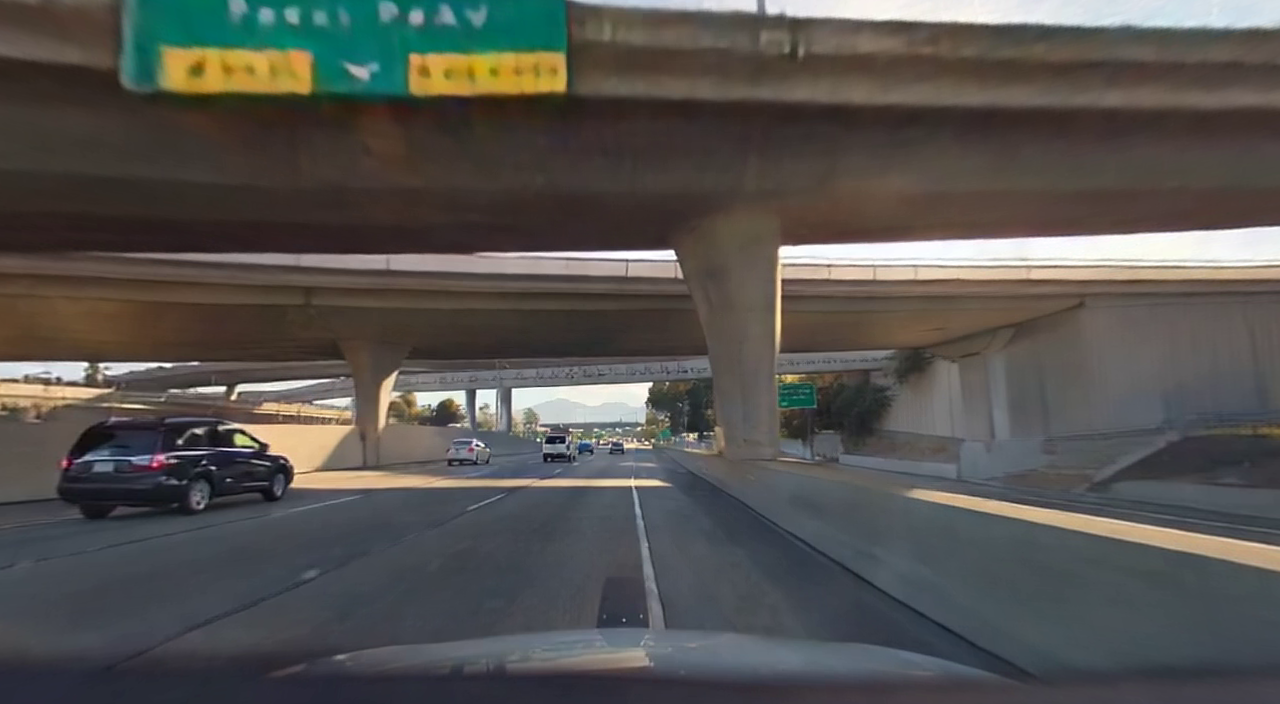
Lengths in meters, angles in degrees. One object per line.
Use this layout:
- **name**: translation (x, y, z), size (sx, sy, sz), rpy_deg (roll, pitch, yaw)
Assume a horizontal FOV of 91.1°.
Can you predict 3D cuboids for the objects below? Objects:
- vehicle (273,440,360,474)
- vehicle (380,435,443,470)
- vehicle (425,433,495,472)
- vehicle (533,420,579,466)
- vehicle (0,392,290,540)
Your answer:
- **vehicle**: translation (-15.459, 5.021, 30.303), size (1.863, 1.499, 4.455), rpy_deg (0, -9, -1)
- **vehicle**: translation (-12.248, 5.423, 33.926), size (1.900, 1.726, 4.236), rpy_deg (0, -9, -1)
- **vehicle**: translation (-8.874, 5.015, 31.426), size (2.109, 1.784, 4.709), rpy_deg (0, -9, 0)
- **vehicle**: translation (-5.535, 6.140, 42.405), size (2.301, 2.843, 6.458), rpy_deg (0, -9, -1)
- **vehicle**: translation (-8.392, 1.847, 10.681), size (2.179, 1.948, 4.618), rpy_deg (0, -9, -1)
